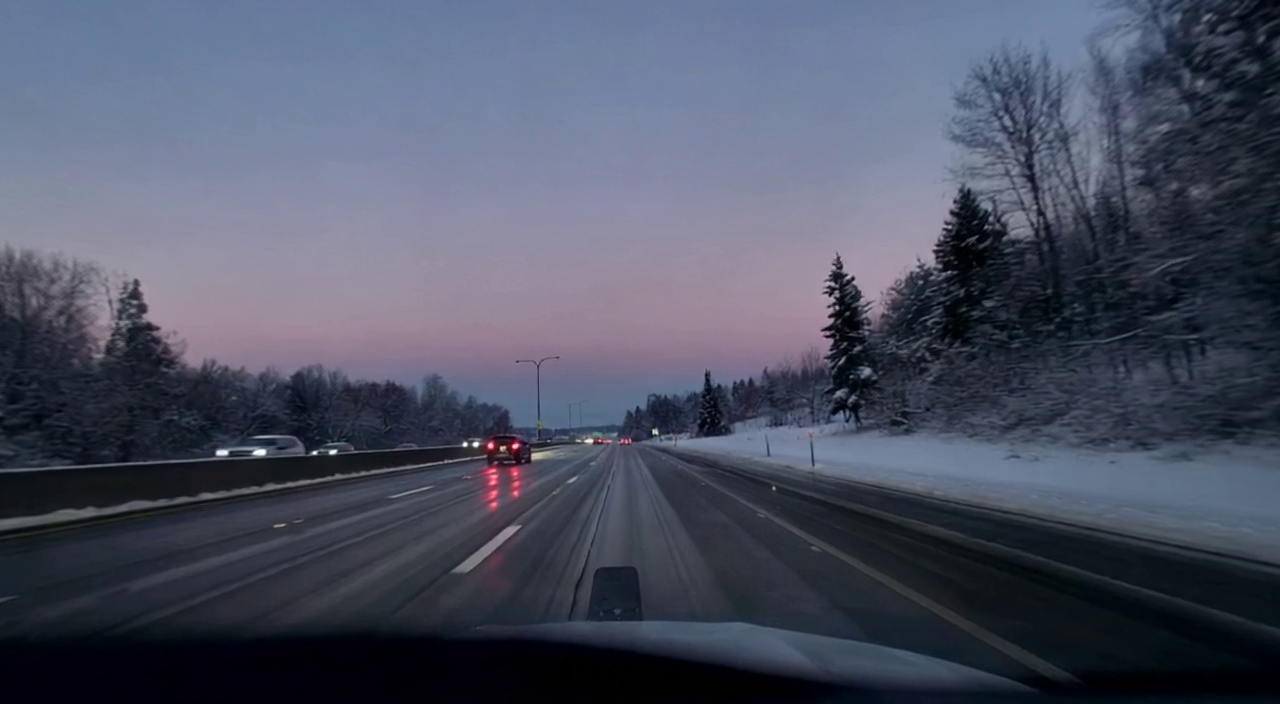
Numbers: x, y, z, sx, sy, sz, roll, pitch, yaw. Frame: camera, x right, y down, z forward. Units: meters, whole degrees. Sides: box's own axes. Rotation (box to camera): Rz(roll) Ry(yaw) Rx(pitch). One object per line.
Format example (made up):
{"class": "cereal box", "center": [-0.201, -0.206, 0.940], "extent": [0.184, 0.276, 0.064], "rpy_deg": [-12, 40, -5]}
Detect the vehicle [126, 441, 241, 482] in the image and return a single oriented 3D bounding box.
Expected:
{"class": "vehicle", "center": [-19.477, 4.650, 27.082], "extent": [1.838, 1.603, 4.208], "rpy_deg": [0, -8, -1]}

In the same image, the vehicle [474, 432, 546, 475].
{"class": "vehicle", "center": [-4.874, 3.841, 24.169], "extent": [1.988, 1.505, 4.044], "rpy_deg": [0, -8, -2]}

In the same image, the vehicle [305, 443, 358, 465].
{"class": "vehicle", "center": [-24.354, 8.028, 49.822], "extent": [1.896, 1.640, 4.744], "rpy_deg": [0, -8, -1]}

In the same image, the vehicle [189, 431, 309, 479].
{"class": "vehicle", "center": [-15.612, 4.122, 25.467], "extent": [1.996, 1.744, 4.578], "rpy_deg": [0, -8, -1]}
